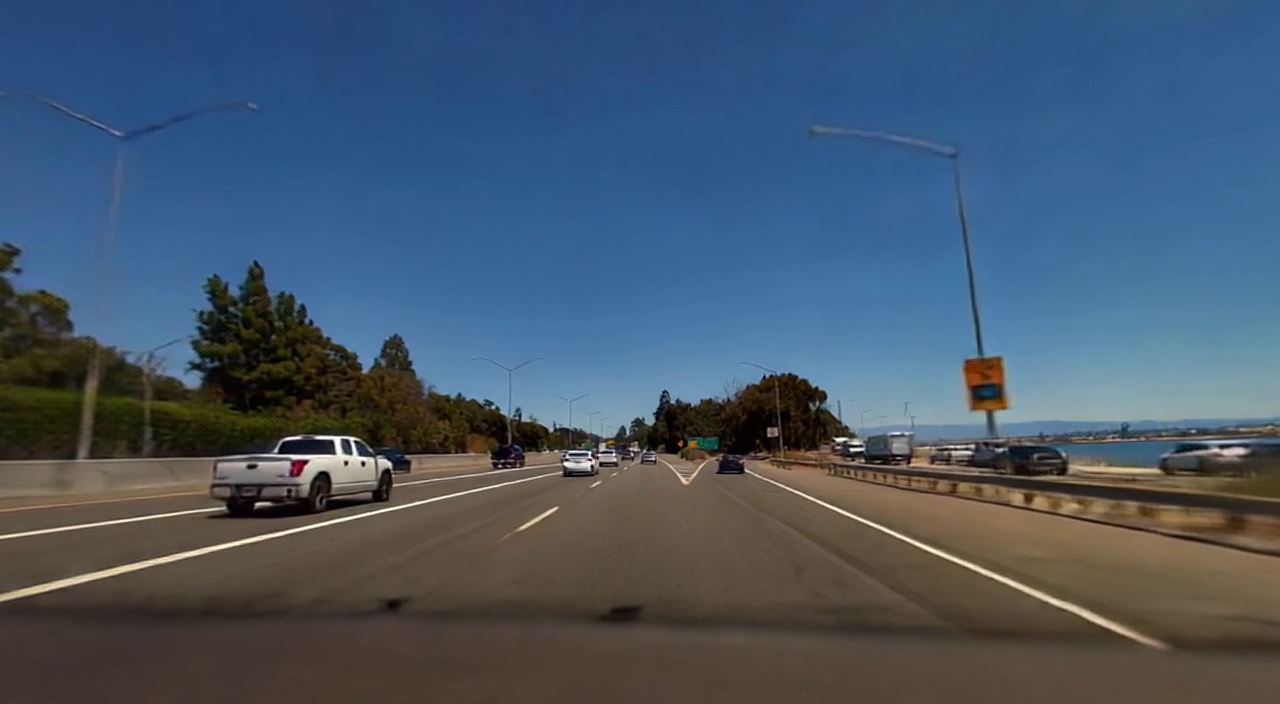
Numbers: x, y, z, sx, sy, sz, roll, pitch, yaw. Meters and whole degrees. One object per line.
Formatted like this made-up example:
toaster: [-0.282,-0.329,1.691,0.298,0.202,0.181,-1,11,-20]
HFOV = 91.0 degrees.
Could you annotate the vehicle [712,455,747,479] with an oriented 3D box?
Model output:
vehicle: [6.328,8.172,45.016,2.153,1.510,4.646,0,-9,4]

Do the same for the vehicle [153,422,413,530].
vehicle: [-7.289,2.600,13.904,2.250,1.870,5.647,0,-9,2]

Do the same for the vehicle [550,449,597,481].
vehicle: [-3.827,6.592,36.975,2.132,1.708,4.571,0,-9,1]

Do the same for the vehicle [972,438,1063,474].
vehicle: [24.598,6.820,41.479,2.456,2.117,6.561,-1,-9,5]

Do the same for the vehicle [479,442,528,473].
vehicle: [-10.554,8.181,49.128,2.442,2.191,5.760,0,-9,1]

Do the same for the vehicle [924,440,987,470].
vehicle: [24.327,8.025,48.778,2.129,2.095,4.928,-2,-10,-2]
